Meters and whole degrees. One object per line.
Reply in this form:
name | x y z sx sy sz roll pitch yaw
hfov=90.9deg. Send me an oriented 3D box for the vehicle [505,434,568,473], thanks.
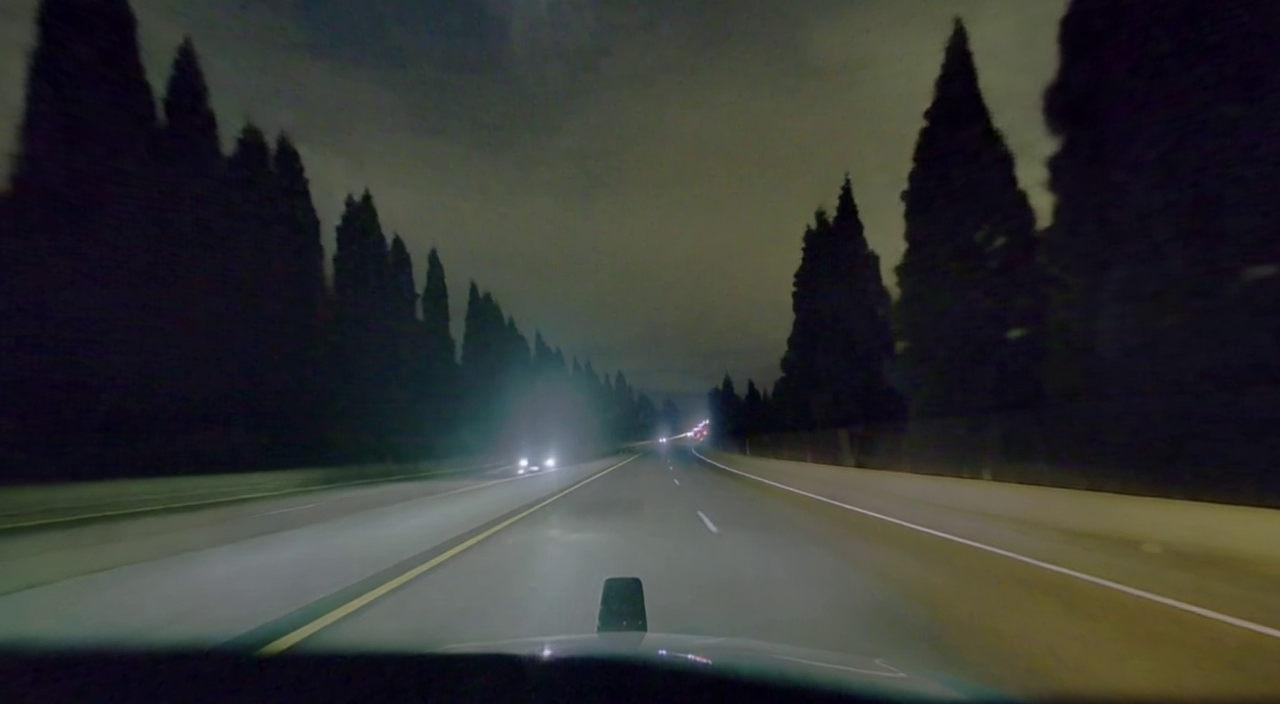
vehicle | -5.374 5.390 33.735 2.275 1.927 5.574 0 -8 2
